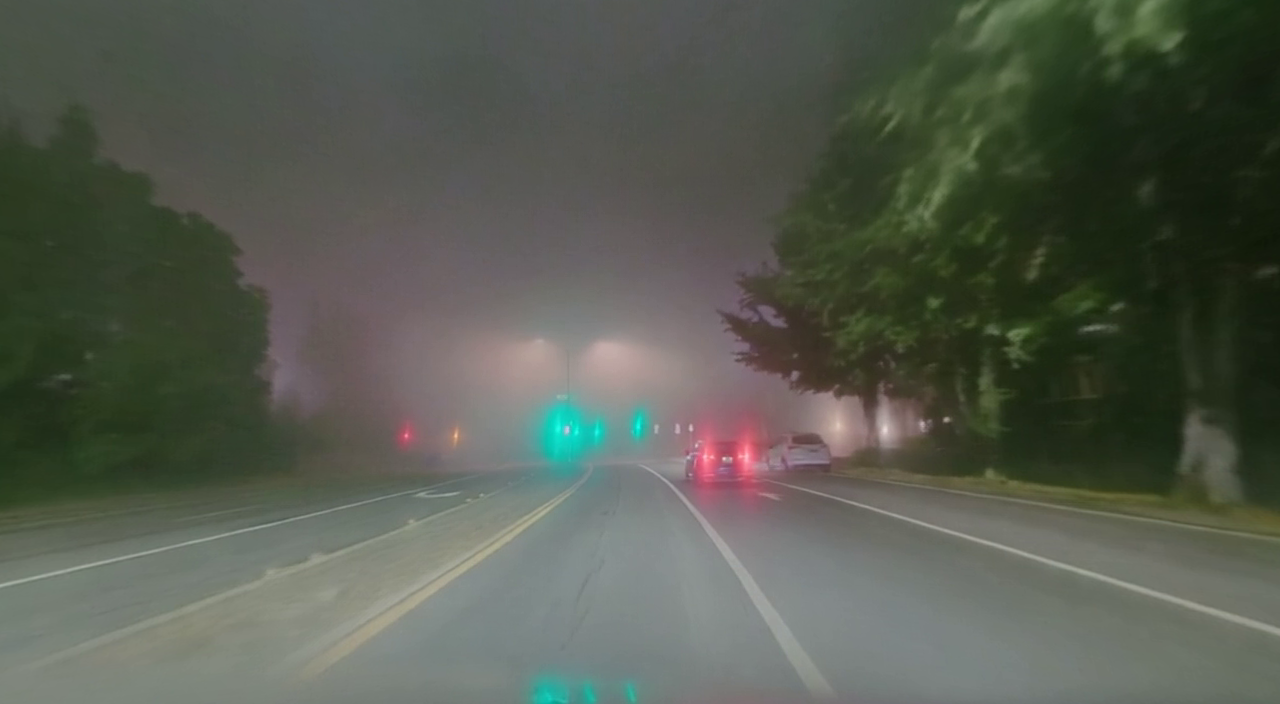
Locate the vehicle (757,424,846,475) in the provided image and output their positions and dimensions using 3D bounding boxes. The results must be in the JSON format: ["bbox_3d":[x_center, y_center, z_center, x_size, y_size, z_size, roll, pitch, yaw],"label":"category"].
[{"bbox_3d":[6.565,4.048,26.241,2.065,1.861,4.704,0,-9,-5],"label":"vehicle"}]

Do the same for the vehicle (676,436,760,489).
[{"bbox_3d":[2.341,3.453,19.976,1.960,1.479,4.086,0,-9,-2],"label":"vehicle"}]

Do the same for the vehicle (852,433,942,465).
[{"bbox_3d":[12.555,4.777,30.961,3.635,1.482,1.879,-2,-9,6],"label":"vehicle"}]
